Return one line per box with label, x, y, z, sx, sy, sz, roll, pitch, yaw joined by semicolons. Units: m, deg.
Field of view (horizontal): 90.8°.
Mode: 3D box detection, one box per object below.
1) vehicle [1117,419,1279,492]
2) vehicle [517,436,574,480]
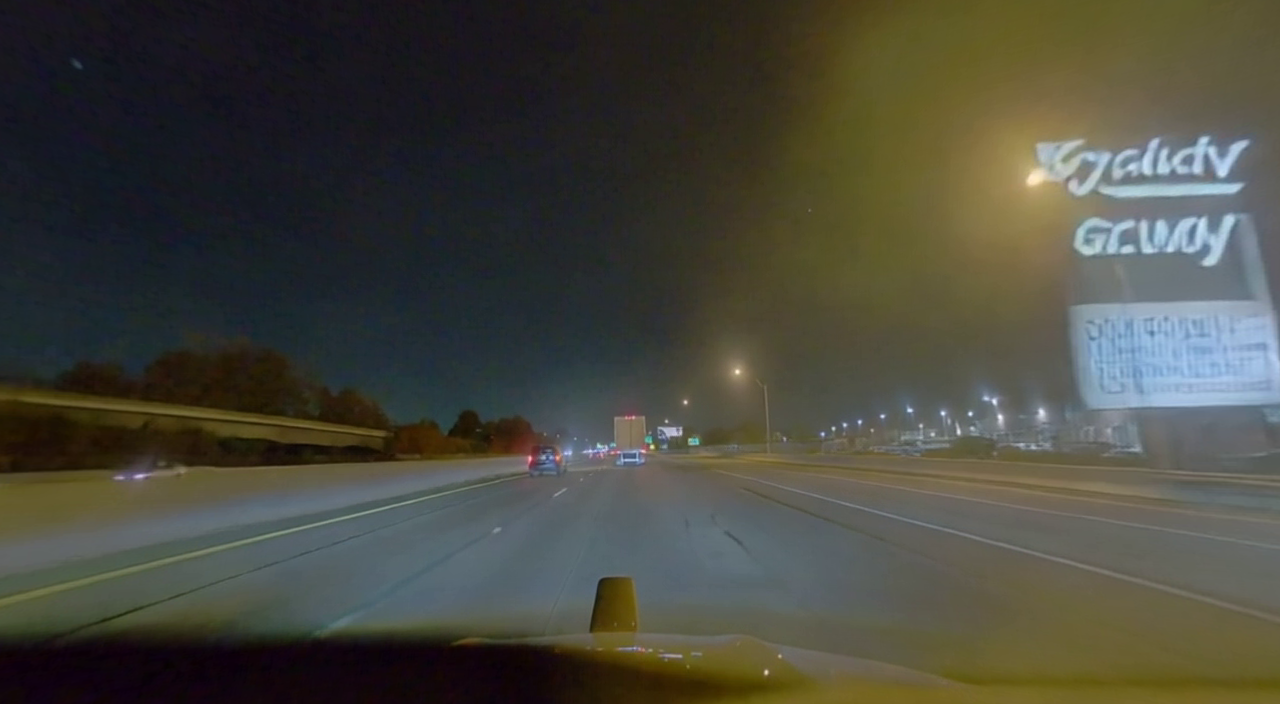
vehicle;29.608;5.061;31.115;3.185;3.246;9.903;2;-9;-11
vehicle;-4.471;5.093;30.669;2.095;1.930;4.680;0;-9;0
